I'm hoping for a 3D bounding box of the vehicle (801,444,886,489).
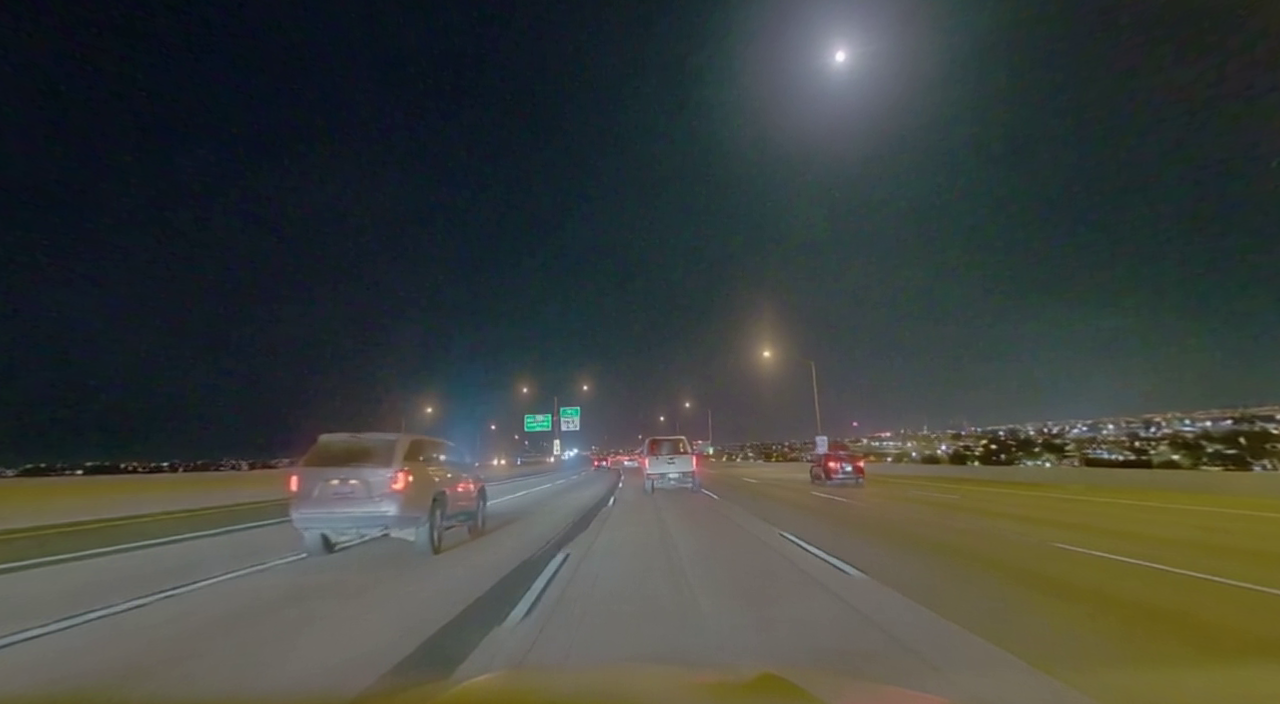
[{"bbox_3d":[8.786,4.984,27.611,2.133,1.770,4.537,0,-9,-1],"label":"vehicle"}]

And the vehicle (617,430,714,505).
[{"bbox_3d":[0.697,3.733,20.685,2.732,2.065,5.826,0,-9,0],"label":"vehicle"}]

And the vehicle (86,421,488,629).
[{"bbox_3d":[-3.348,1.726,7.182,2.099,1.640,4.134,-1,-9,1],"label":"vehicle"}]
